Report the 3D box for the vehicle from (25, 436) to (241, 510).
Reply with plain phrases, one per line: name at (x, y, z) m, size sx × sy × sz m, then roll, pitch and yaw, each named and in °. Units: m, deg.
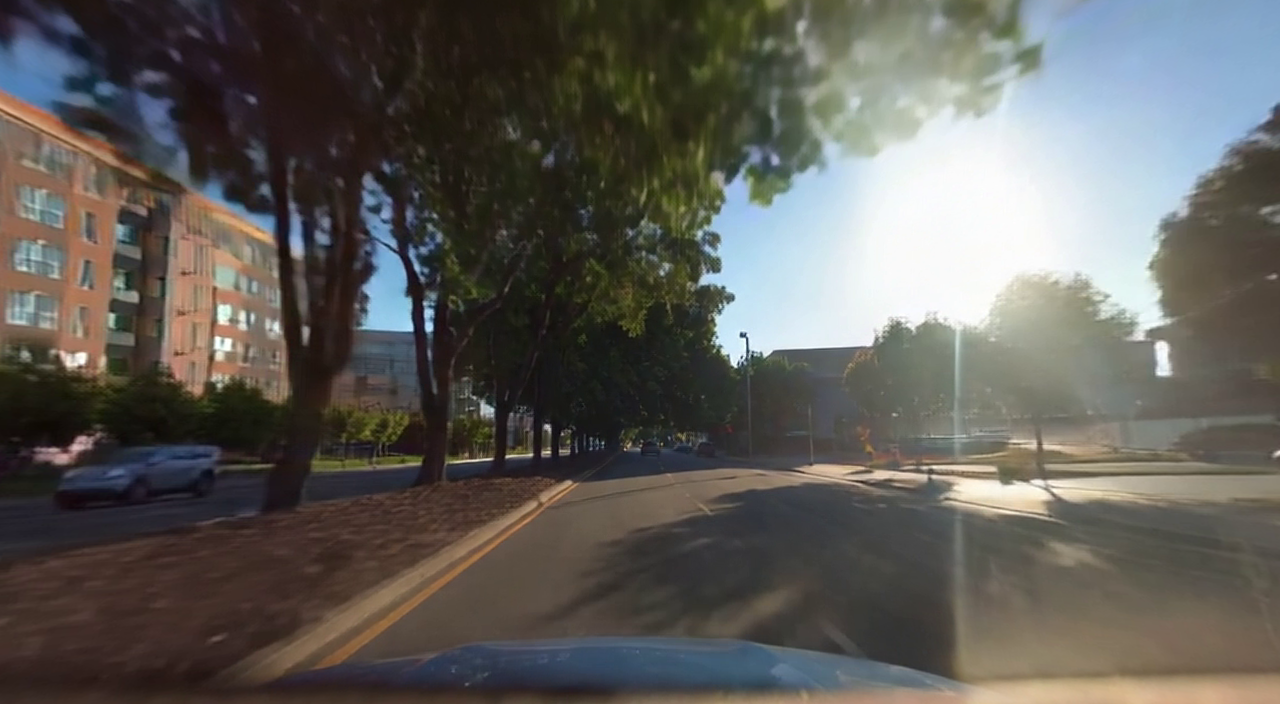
vehicle at (-15.217, 3.619, 19.564) m, size 2.141 × 1.942 × 5.474 m, roll 0°, pitch -8°, yaw 0°
